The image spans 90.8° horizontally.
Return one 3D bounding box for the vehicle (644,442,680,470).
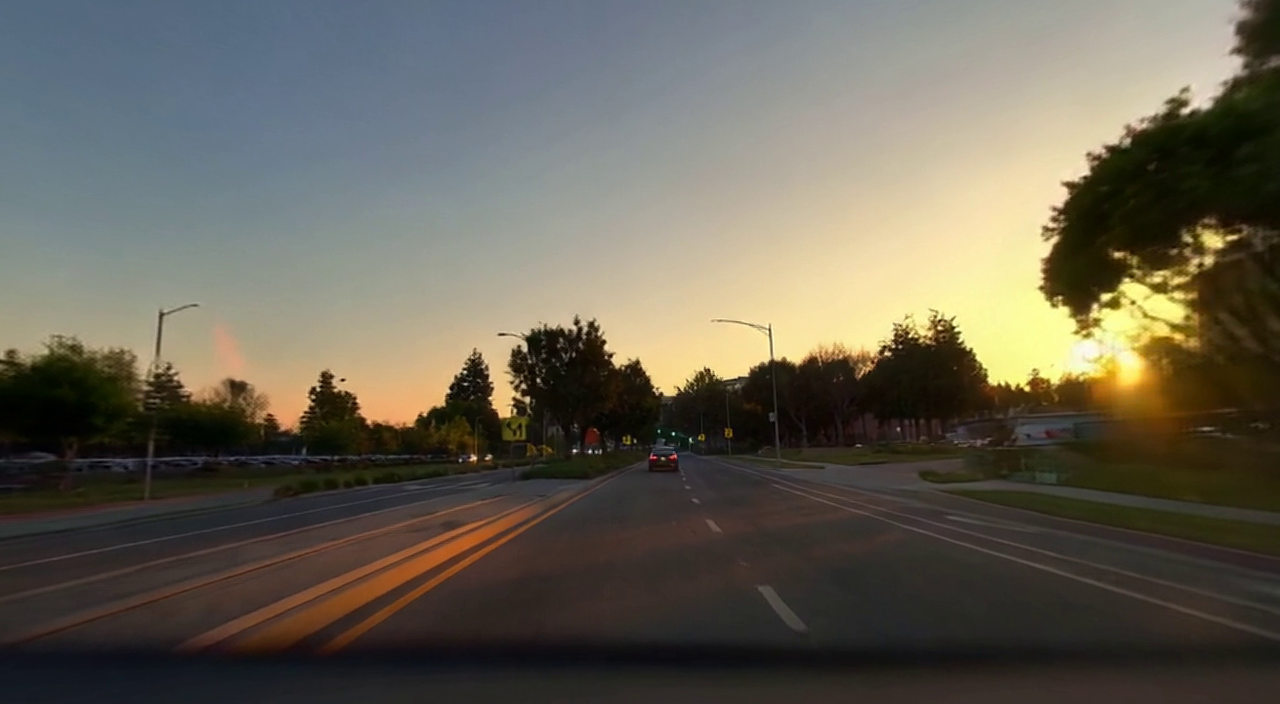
[{"bbox_3d":[1.351,6.487,39.653,2.158,1.600,3.865,-1,-8,1],"label":"vehicle"}]
